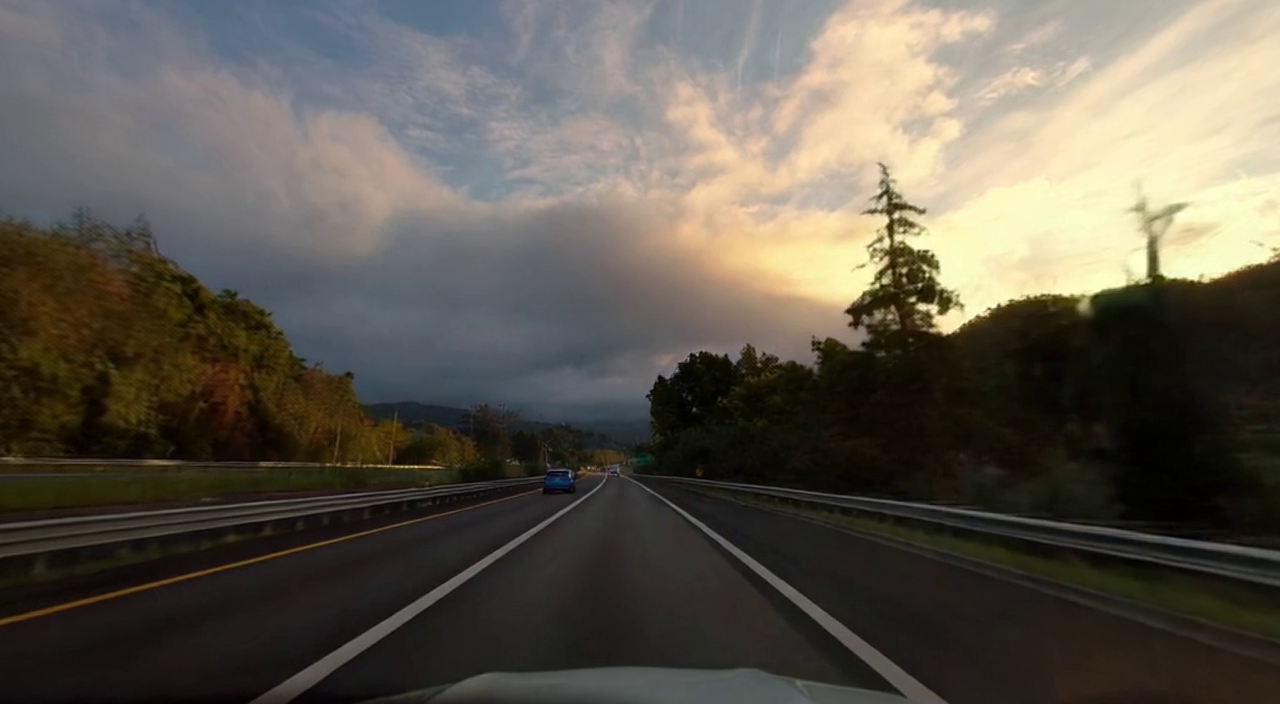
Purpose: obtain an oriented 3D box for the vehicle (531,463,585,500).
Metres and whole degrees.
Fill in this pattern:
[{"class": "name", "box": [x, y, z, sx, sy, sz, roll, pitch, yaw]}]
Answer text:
[{"class": "vehicle", "box": [-3.770, 6.069, 29.700, 1.967, 1.556, 4.364, 1, -10, -1]}]
